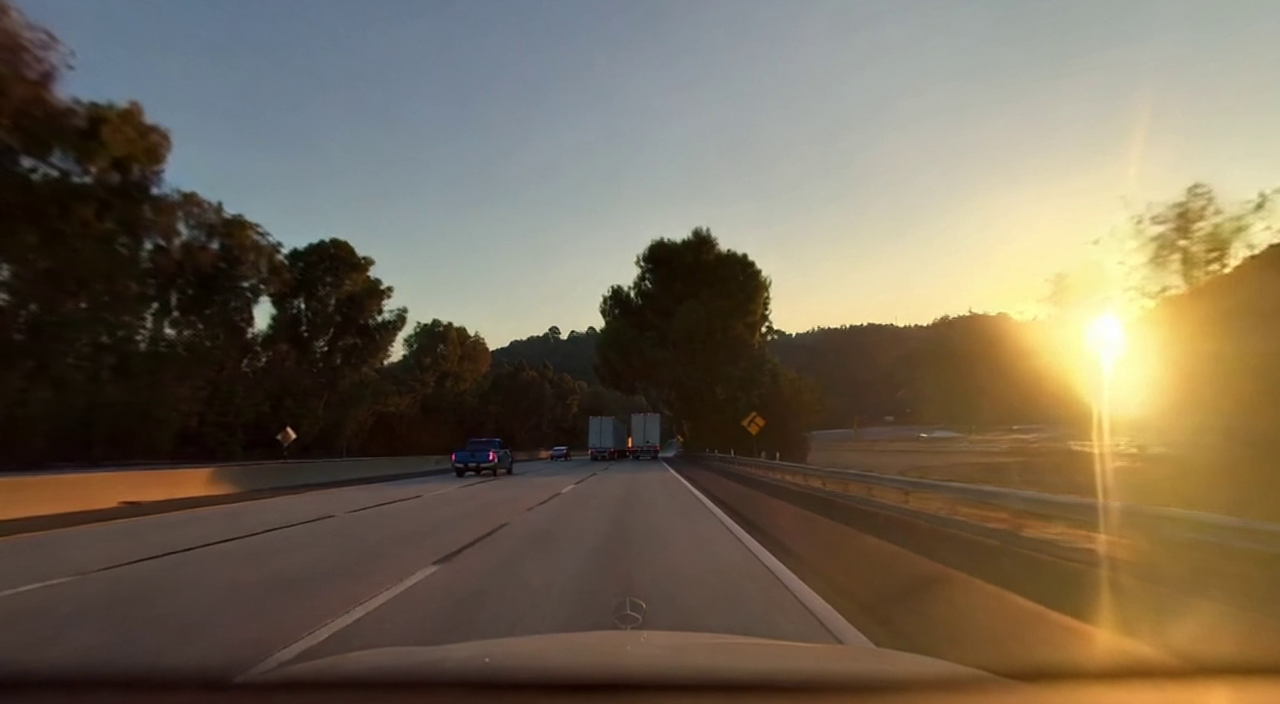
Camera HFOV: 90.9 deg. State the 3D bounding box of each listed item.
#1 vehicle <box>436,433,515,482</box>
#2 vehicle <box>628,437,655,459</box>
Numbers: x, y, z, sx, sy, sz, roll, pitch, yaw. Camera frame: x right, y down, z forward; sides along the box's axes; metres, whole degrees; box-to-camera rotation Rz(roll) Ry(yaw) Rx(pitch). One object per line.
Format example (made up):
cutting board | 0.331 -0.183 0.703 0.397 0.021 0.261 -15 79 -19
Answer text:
vehicle | -6.982 4.505 27.269 2.149 1.884 4.627 0 -8 0
vehicle | 0.123 7.624 49.994 2.072 1.630 4.529 0 -8 0
